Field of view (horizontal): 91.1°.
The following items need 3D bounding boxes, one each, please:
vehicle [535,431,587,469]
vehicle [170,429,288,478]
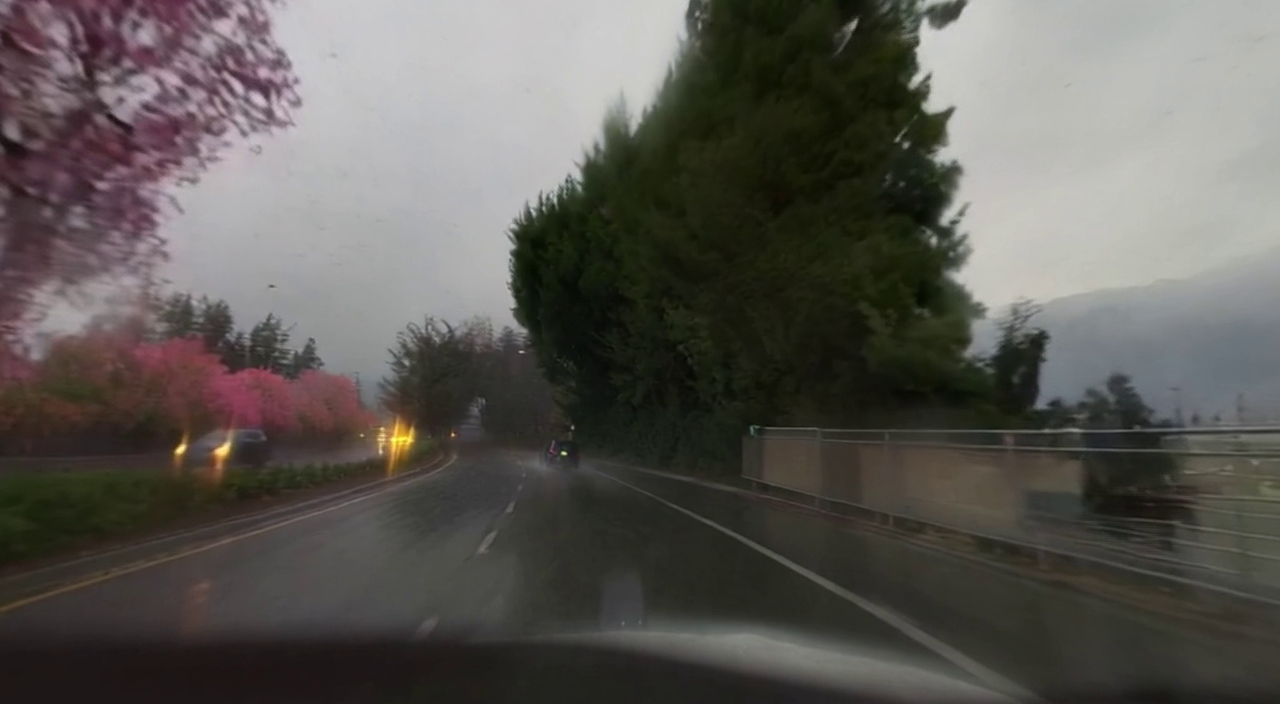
[{"bbox_3d":[-4.202,5.106,32.826,2.166,1.828,4.607,2,-9,-13],"label":"vehicle"},{"bbox_3d":[-16.065,3.984,24.877,2.172,1.738,4.617,1,-9,-10],"label":"vehicle"}]
